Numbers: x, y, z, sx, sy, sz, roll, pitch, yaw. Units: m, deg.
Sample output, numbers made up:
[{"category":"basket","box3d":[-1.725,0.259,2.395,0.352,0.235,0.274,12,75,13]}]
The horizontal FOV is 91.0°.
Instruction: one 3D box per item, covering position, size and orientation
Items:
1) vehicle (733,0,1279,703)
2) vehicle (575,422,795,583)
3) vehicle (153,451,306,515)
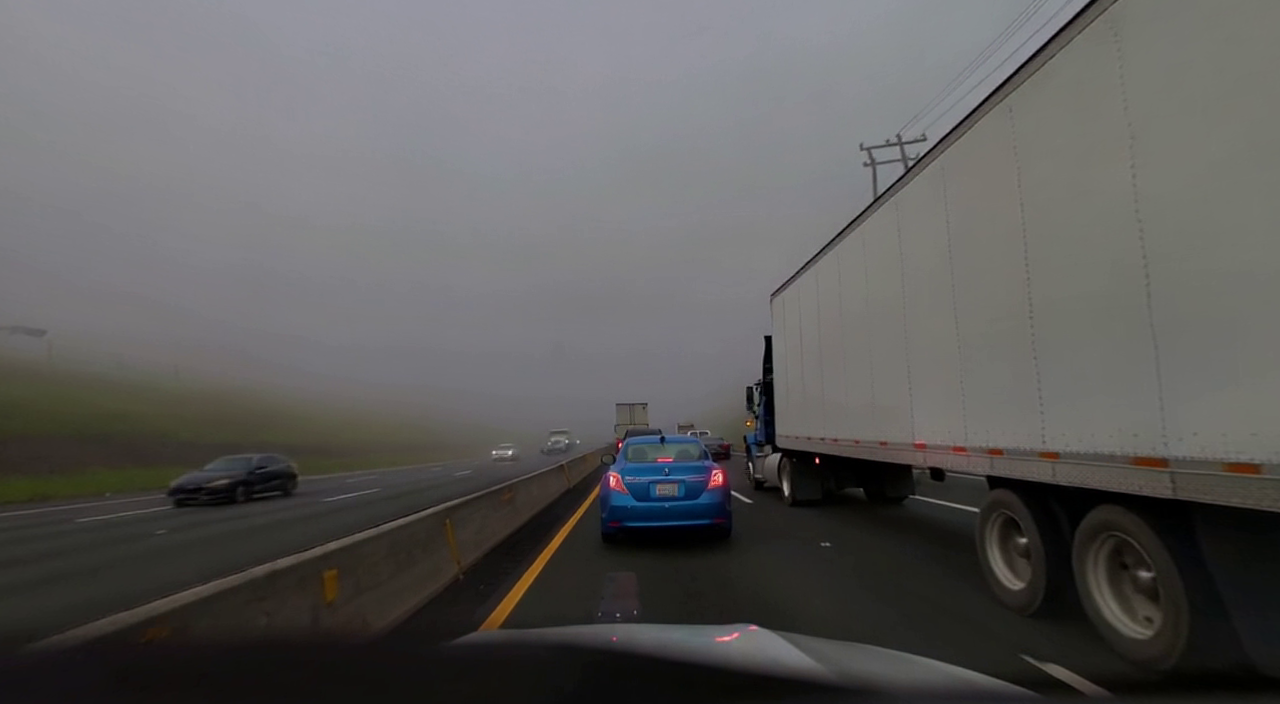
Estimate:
[{"category":"vehicle","box3d":[4.204,0.494,8.868,3.138,4.065,14.276,0,-8,-2]},{"category":"vehicle","box3d":[0.341,1.651,7.700,2.045,1.446,3.597,0,-8,-2]},{"category":"vehicle","box3d":[-11.688,3.704,18.285,1.856,1.559,3.844,-1,-8,0]}]
